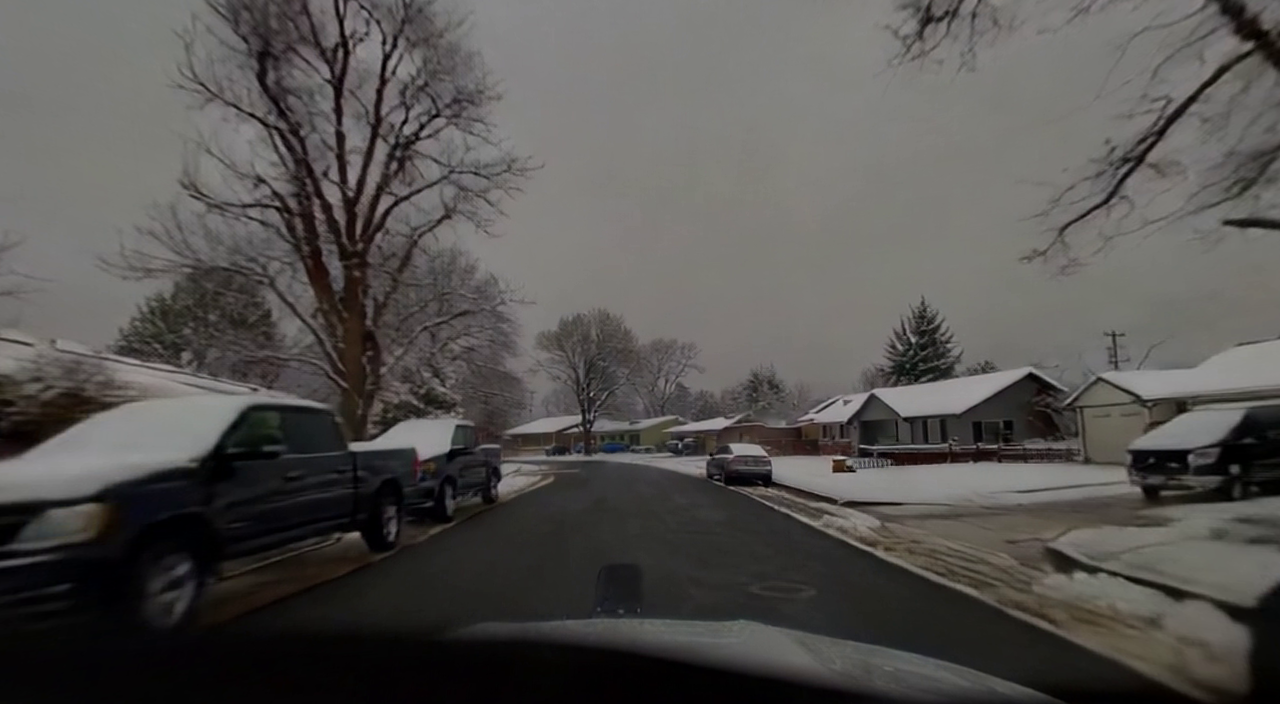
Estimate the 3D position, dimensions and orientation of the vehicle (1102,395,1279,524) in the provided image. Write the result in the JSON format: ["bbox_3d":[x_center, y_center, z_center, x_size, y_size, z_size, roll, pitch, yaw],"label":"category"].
[{"bbox_3d":[10.776,1.982,11.689,3.470,2.123,1.584,3,-9,-15],"label":"vehicle"}]

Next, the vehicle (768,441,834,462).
[{"bbox_3d":[11.647,7.216,45.651,4.252,1.429,1.907,3,-9,-20],"label":"vehicle"}]

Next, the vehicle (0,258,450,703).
[{"bbox_3d":[-4.283,1.100,6.151,2.632,2.249,6.179,0,-9,3],"label":"vehicle"}]

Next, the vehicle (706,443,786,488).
[{"bbox_3d":[3.827,4.202,23.654,1.998,1.489,4.722,1,-9,-3],"label":"vehicle"}]
